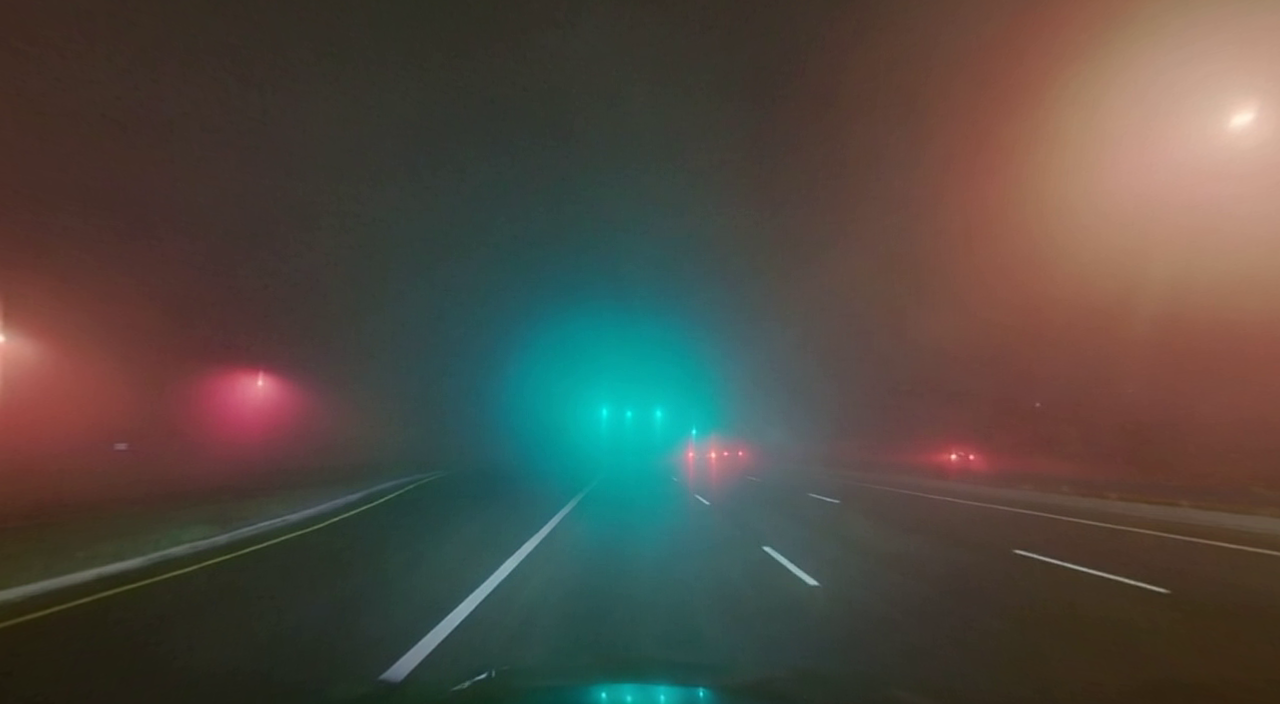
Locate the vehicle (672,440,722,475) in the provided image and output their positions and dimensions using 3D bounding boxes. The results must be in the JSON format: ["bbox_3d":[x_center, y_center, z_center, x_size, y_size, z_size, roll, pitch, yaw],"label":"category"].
[{"bbox_3d":[2.887,5.444,32.746,2.066,1.683,4.675,0,-9,-1],"label":"vehicle"}]
